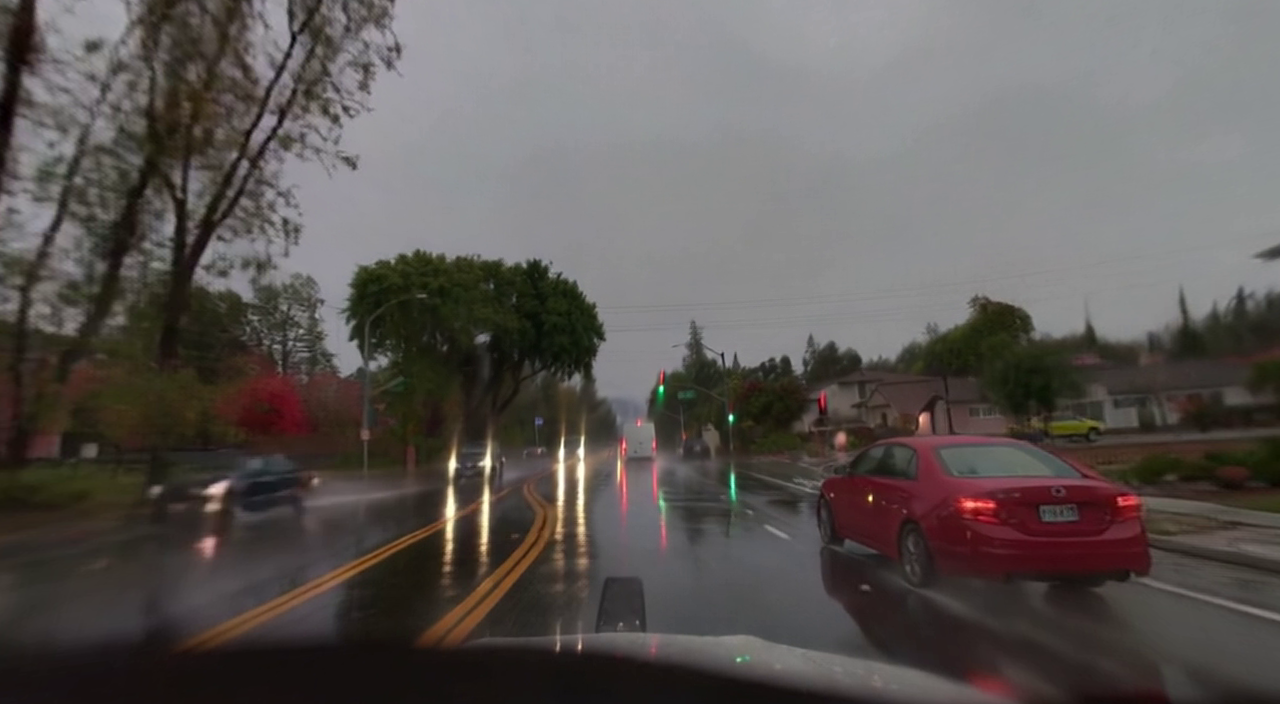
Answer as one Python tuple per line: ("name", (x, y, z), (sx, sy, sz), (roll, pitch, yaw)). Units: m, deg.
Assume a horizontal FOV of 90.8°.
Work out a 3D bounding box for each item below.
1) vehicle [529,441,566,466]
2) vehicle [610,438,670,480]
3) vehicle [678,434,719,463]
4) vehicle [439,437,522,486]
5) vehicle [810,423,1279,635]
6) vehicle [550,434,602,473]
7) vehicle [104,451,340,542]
("vehicle", (-6.431, 7.117, 44.405), (2.051, 1.663, 4.031), (0, -8, 0))
("vehicle", (-0.012, 4.082, 24.498), (2.114, 1.483, 4.207), (0, -8, -1))
("vehicle", (3.938, 6.589, 43.251), (2.187, 1.847, 4.553), (0, -8, -2))
("vehicle", (-6.306, 4.362, 25.596), (2.146, 1.768, 4.664), (0, -8, 0))
("vehicle", (3.414, 1.537, 6.625), (1.973, 1.447, 4.402), (0, -8, -1))
("vehicle", (-3.066, 4.977, 31.338), (2.083, 1.741, 5.530), (0, -8, -1))
("vehicle", (-8.193, 2.817, 13.048), (1.938, 1.461, 4.493), (0, -8, -2))
